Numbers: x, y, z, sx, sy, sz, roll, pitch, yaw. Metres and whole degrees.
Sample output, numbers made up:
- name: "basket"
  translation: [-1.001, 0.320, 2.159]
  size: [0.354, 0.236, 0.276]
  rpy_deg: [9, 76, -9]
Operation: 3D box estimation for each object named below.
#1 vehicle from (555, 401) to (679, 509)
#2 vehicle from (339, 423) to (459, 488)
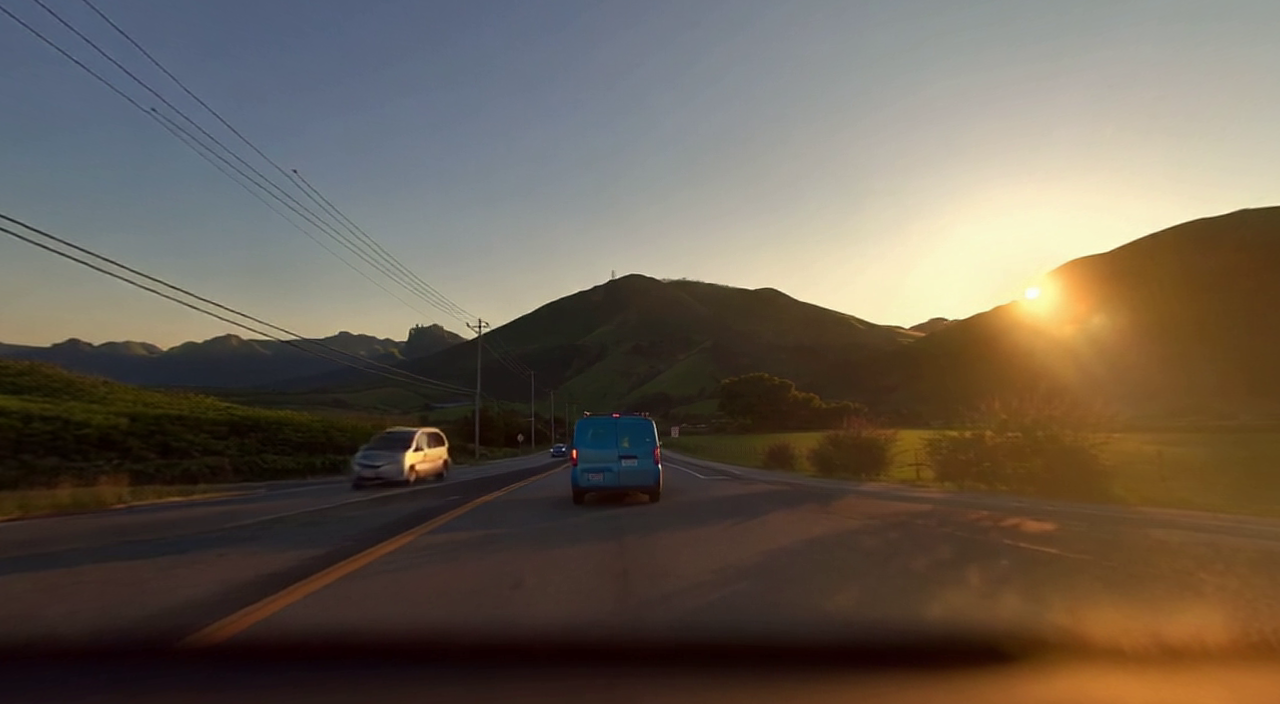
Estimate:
- name: "vehicle"
  translation: [-0.569, 2.393, 14.888]
  size: [2.454, 2.144, 4.535]
  rpy_deg: [0, -8, -3]
- name: "vehicle"
  translation: [-9.380, 4.089, 25.241]
  size: [2.260, 2.264, 5.982]
  rpy_deg: [0, -8, 2]
